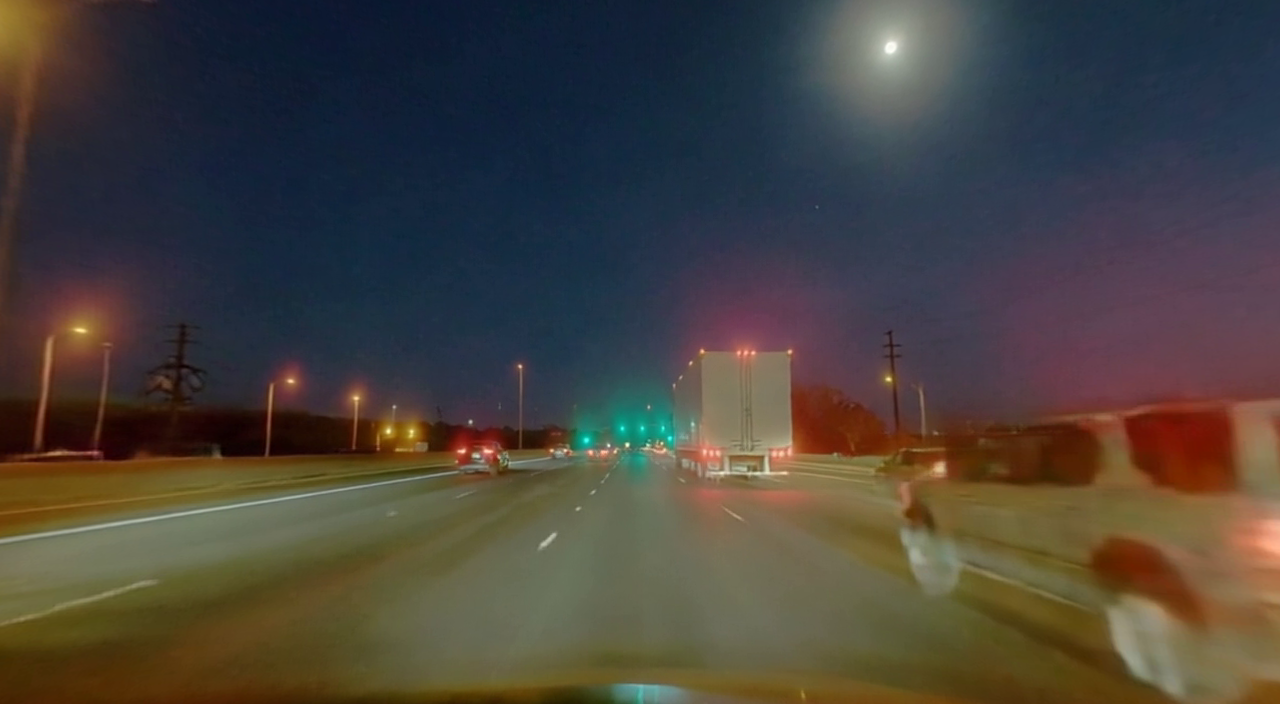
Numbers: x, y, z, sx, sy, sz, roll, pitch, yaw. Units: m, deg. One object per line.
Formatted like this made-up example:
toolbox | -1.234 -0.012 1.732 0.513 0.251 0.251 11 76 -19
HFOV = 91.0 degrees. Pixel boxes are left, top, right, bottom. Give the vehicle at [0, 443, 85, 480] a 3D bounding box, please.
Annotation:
vehicle | -26.166 4.618 26.856 1.613 1.449 3.631 0 -9 0

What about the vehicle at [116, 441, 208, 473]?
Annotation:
vehicle | -22.865 5.021 30.303 1.583 1.457 3.580 0 -9 0

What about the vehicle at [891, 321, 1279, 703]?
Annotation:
vehicle | 3.492 0.952 3.470 2.182 1.782 4.800 0 -9 -1

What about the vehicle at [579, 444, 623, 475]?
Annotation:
vehicle | -2.056 5.789 34.134 2.060 1.508 4.308 0 -9 1

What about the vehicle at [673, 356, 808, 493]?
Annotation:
vehicle | 3.177 2.931 23.956 3.045 3.923 11.834 0 -9 -1

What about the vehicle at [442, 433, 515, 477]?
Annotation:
vehicle | -7.297 4.704 28.998 2.147 1.825 4.602 0 -9 0
